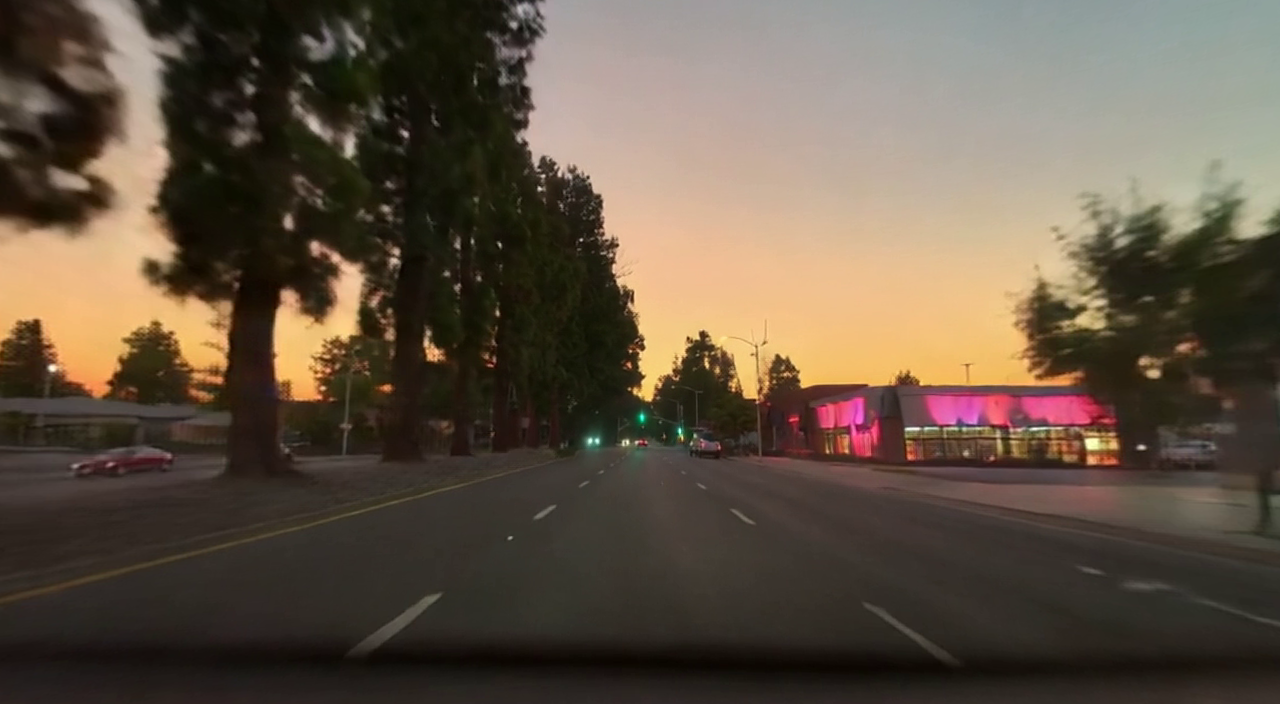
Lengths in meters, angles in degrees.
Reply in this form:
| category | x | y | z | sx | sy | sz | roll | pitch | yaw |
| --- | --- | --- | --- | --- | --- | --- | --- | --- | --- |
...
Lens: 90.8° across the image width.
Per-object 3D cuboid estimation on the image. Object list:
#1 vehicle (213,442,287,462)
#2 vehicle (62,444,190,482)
| category | x | y | z | sx | sy | sz | roll | pitch | yaw |
| --- | --- | --- | --- | --- | --- | --- | --- | --- | --- |
| vehicle | -30.122 | 7.739 | 48.874 | 4.341 | 1.465 | 2.304 | -2 | -8 | 9 |
| vehicle | -22.590 | 4.861 | 28.018 | 1.771 | 1.524 | 4.592 | 0 | -8 | 0 |
